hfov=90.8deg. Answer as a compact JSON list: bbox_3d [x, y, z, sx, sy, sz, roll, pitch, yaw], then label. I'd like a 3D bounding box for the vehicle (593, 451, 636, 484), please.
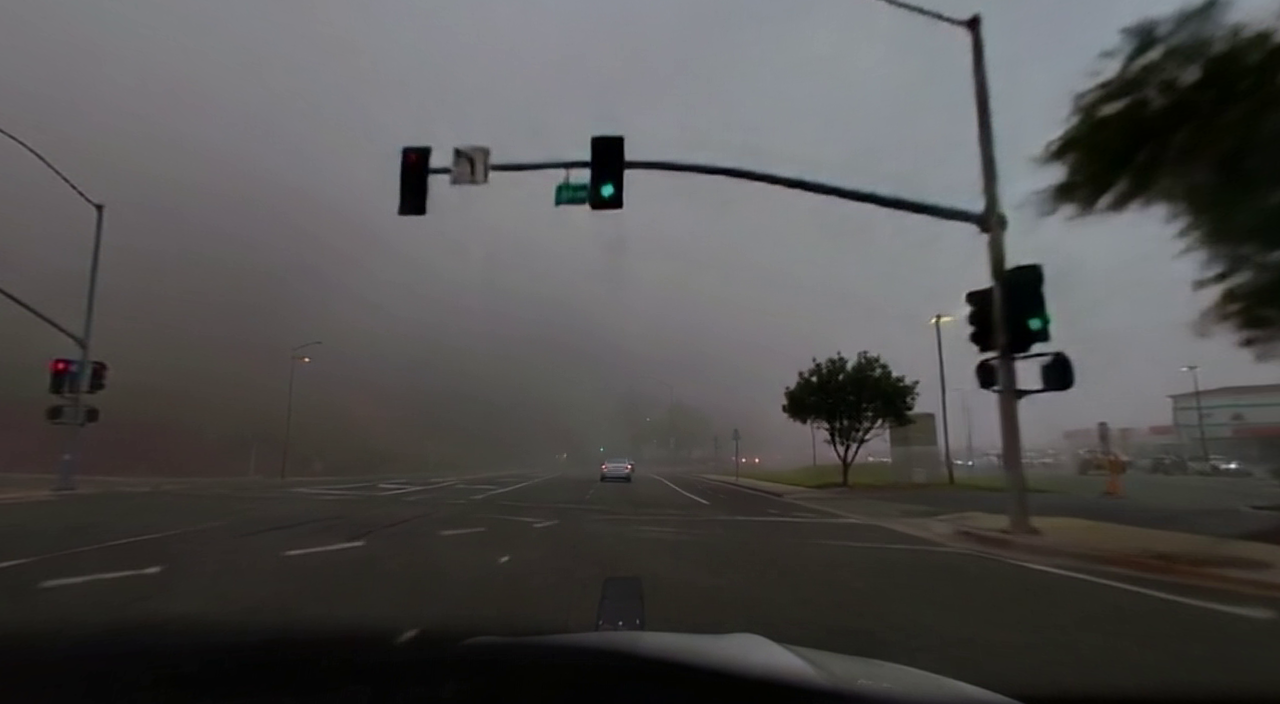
[{"bbox_3d":[-1.245,5.462,30.201,1.917,1.418,3.987,0,-8,-3],"label":"vehicle"}]
